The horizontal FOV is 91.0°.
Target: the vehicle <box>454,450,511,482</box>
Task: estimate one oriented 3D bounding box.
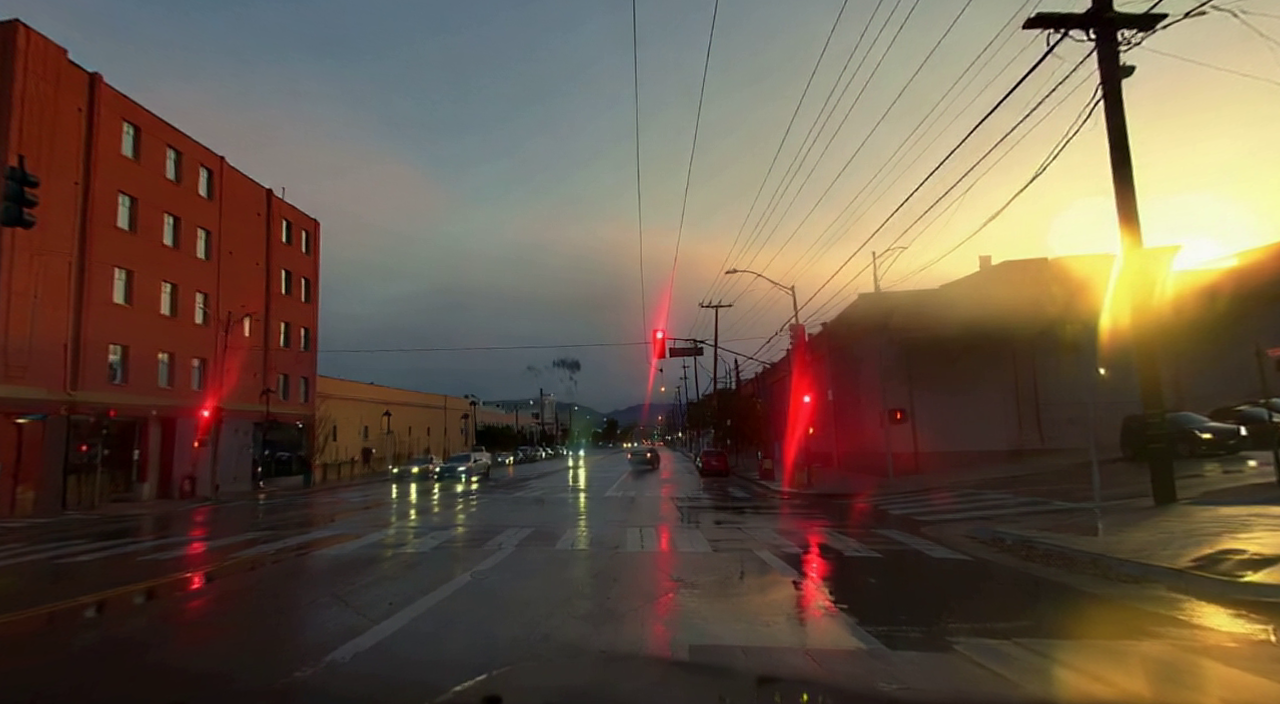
[{"bbox_3d":[-8.720,6.326,35.292,2.020,1.672,3.842,0,-9,3],"label":"vehicle"}]

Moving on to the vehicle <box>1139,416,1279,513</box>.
[{"bbox_3d":[12.633,2.232,12.750,3.234,1.746,1.941,-3,-10,2],"label":"vehicle"}]

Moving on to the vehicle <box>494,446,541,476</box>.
[{"bbox_3d":[-8.201,7.319,42.536,2.096,1.830,4.752,0,-9,2],"label":"vehicle"}]

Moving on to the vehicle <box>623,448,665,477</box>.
[{"bbox_3d":[0.323,6.641,38.140,2.120,1.650,4.525,0,-9,5],"label":"vehicle"}]

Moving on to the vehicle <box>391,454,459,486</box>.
[{"bbox_3d":[-12.018,6.599,35.573,1.943,1.574,4.727,0,-9,3],"label":"vehicle"}]
